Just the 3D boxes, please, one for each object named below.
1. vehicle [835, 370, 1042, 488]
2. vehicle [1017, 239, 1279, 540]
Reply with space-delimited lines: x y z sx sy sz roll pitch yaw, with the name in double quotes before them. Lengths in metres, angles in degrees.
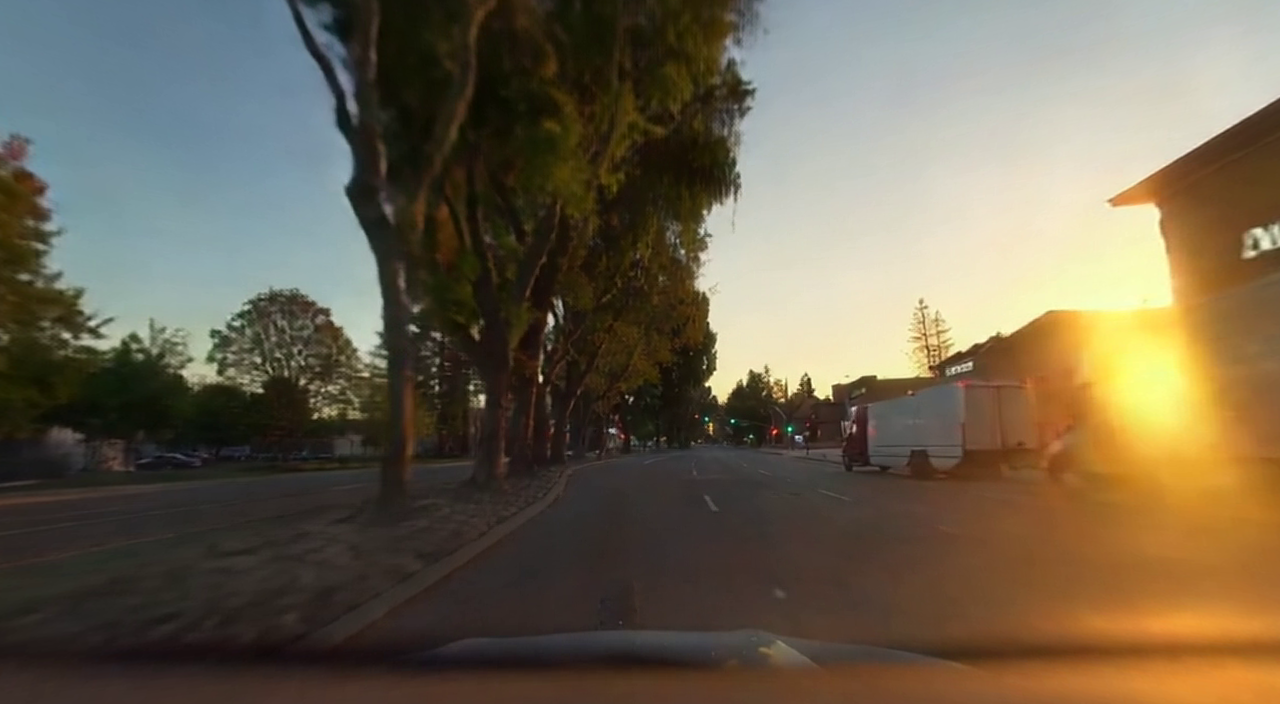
"vehicle" 10.514 3.051 24.184 2.946 3.506 10.682 0 -8 1
"vehicle" 10.033 0.682 9.653 3.085 3.951 8.785 0 -8 0
